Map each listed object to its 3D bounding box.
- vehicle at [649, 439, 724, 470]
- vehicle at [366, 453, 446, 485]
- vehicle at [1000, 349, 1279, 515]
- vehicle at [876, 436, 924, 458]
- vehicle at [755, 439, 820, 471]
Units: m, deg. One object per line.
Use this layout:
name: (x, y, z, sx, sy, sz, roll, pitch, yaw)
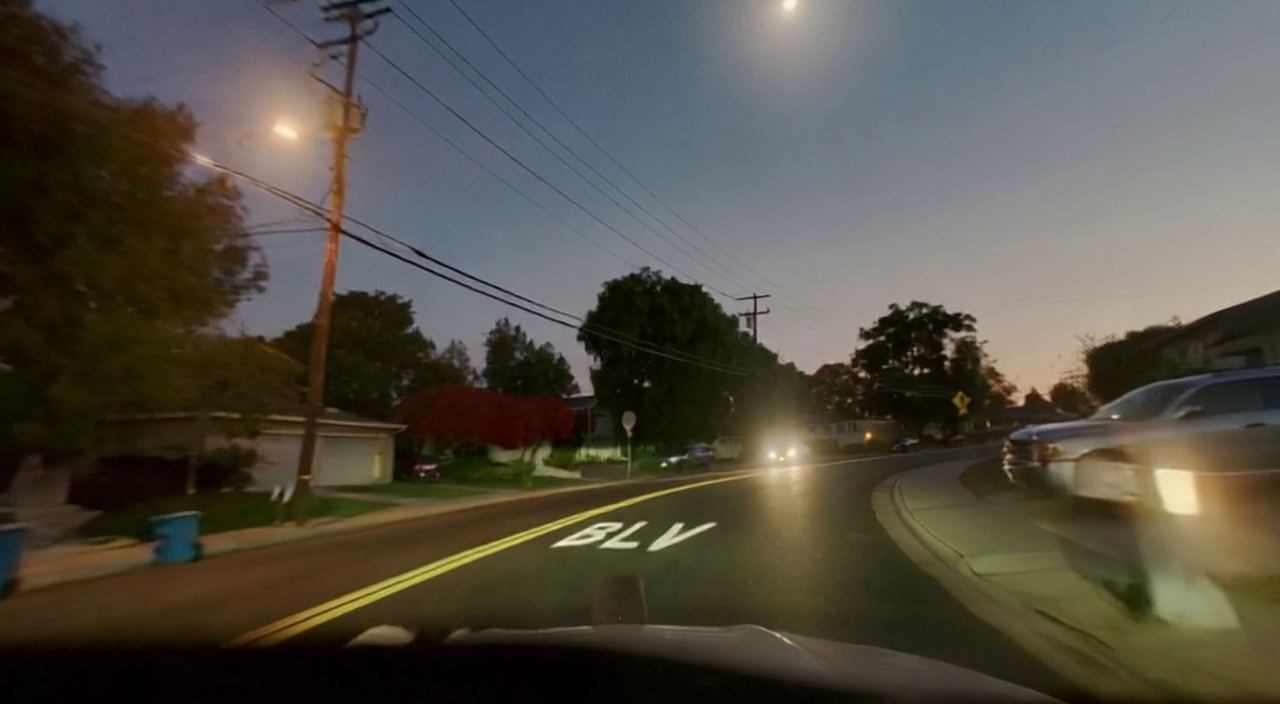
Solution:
vehicle: (2.892, 6.539, 40.486, 2.155, 1.802, 4.758, 7, -11, -36)
vehicle: (-11.899, 5.902, 32.103, 3.697, 1.489, 1.842, -5, -10, 32)
vehicle: (8.102, 1.110, 8.705, 5.011, 2.014, 2.056, -2, -9, 17)
vehicle: (20.550, 7.482, 49.831, 4.110, 1.539, 1.971, 11, -13, -44)
vehicle: (9.066, 6.344, 38.631, 2.056, 1.726, 4.463, -10, -15, 37)
